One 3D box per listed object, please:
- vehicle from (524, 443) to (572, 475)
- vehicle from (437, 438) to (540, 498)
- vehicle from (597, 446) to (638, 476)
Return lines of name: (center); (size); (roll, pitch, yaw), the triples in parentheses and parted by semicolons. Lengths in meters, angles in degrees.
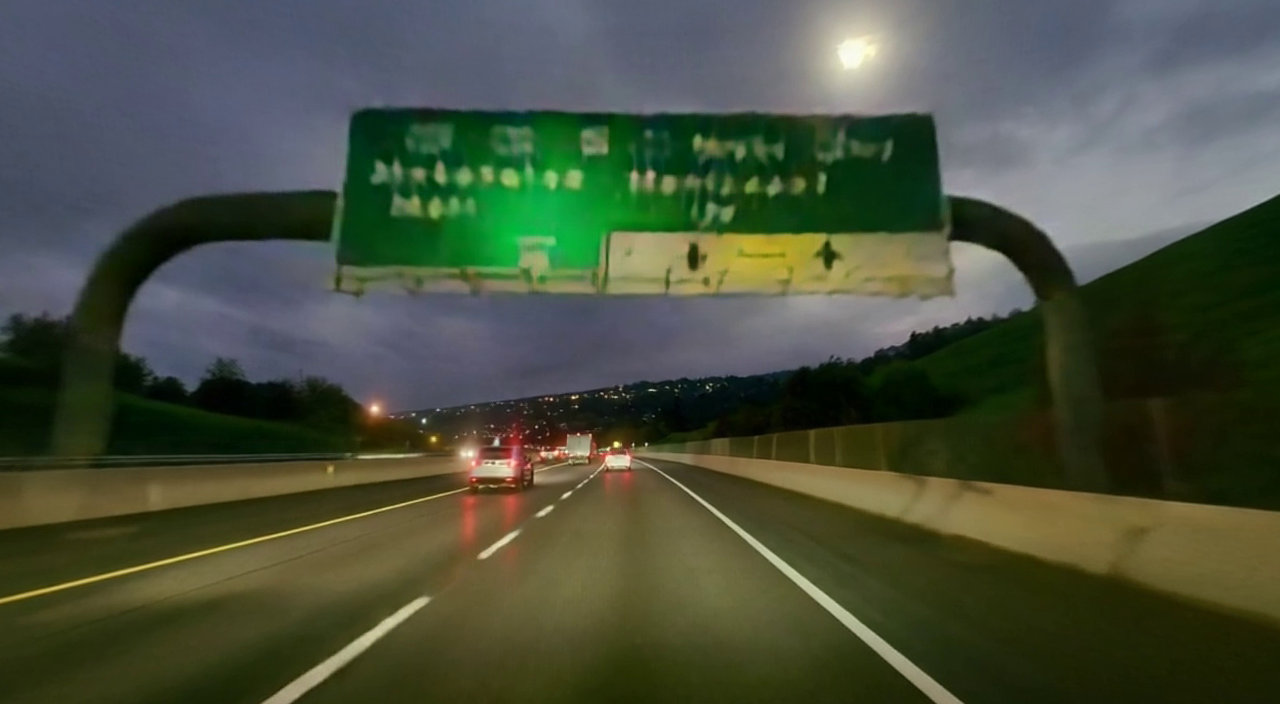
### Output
vehicle: (-5.001, 5.842, 34.686); (2.118, 1.624, 4.032); (0, -9, -1)
vehicle: (-4.523, 3.537, 19.587); (2.208, 1.619, 4.162); (0, -9, -1)
vehicle: (-1.184, 5.587, 32.581); (1.988, 1.440, 4.201); (0, -9, -2)
